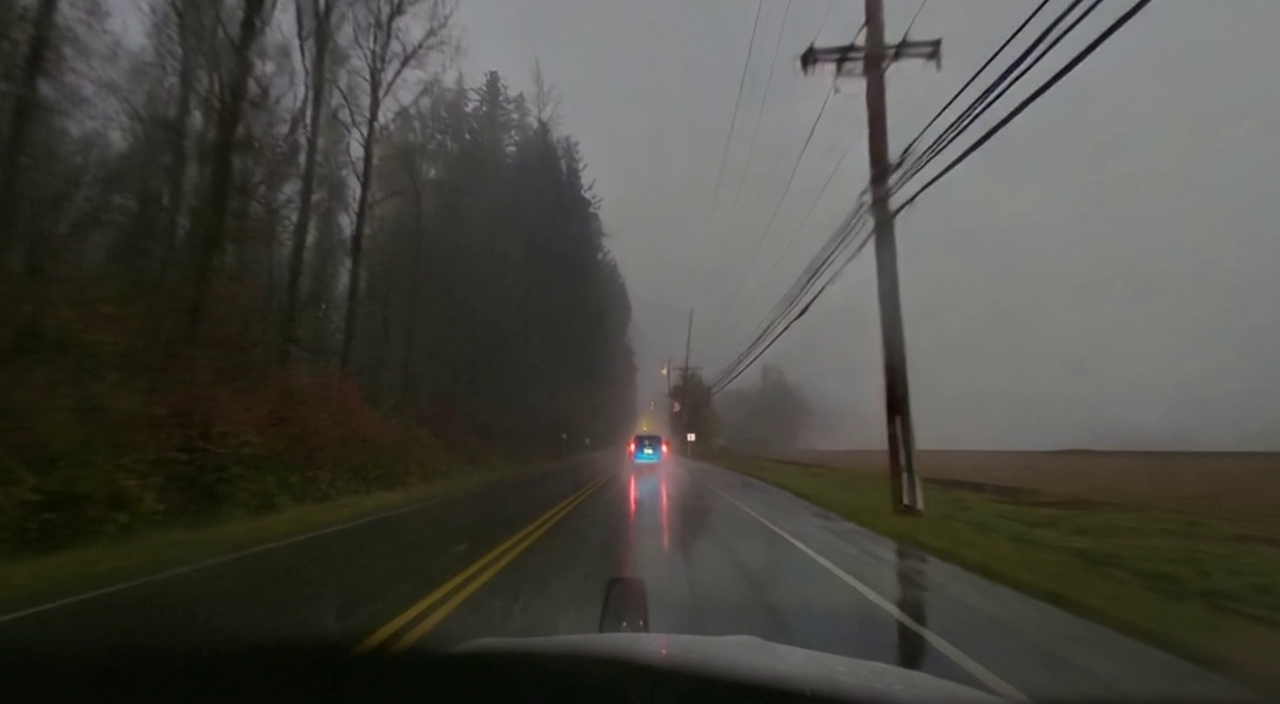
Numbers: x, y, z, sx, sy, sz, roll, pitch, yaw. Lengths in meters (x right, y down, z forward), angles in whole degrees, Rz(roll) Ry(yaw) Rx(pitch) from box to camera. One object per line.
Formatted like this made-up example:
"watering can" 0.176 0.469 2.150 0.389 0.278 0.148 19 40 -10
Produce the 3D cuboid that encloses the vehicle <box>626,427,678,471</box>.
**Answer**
"vehicle" 0.564 4.951 32.305 2.468 2.056 4.422 0 -9 0
